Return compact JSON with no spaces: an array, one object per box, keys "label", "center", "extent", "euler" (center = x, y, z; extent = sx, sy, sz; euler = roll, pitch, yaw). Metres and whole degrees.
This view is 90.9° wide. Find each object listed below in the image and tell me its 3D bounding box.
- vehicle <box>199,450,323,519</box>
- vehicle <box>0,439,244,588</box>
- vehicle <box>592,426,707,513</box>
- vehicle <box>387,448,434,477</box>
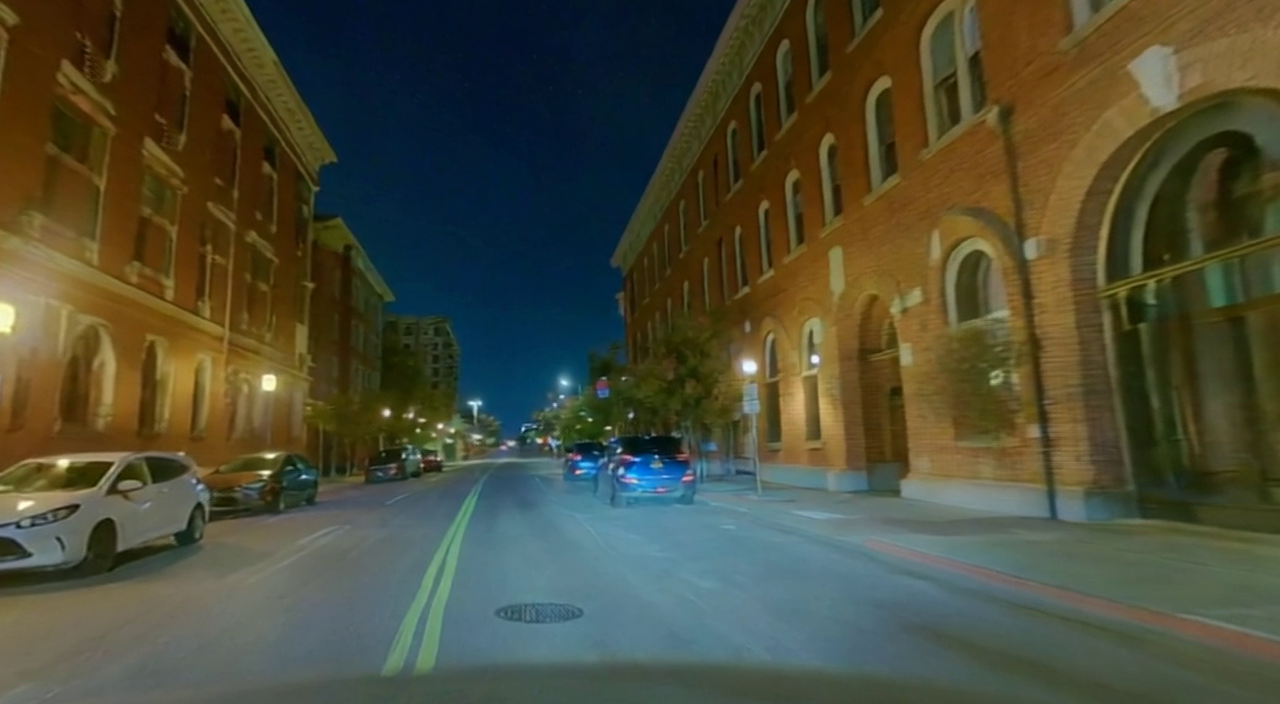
[{"label":"vehicle","center":[-9.605,3.317,16.286],"extent":[1.631,1.459,3.489],"euler":[0,-8,-12]},{"label":"vehicle","center":[-8.314,2.236,9.793],"extent":[2.186,1.705,5.078],"euler":[2,-8,-15]},{"label":"vehicle","center":[0.040,2.806,15.597],"extent":[1.953,1.804,4.518],"euler":[1,-9,-11]},{"label":"vehicle","center":[-13.414,6.442,37.022],"extent":[1.934,1.478,4.180],"euler":[1,-8,-11]}]
